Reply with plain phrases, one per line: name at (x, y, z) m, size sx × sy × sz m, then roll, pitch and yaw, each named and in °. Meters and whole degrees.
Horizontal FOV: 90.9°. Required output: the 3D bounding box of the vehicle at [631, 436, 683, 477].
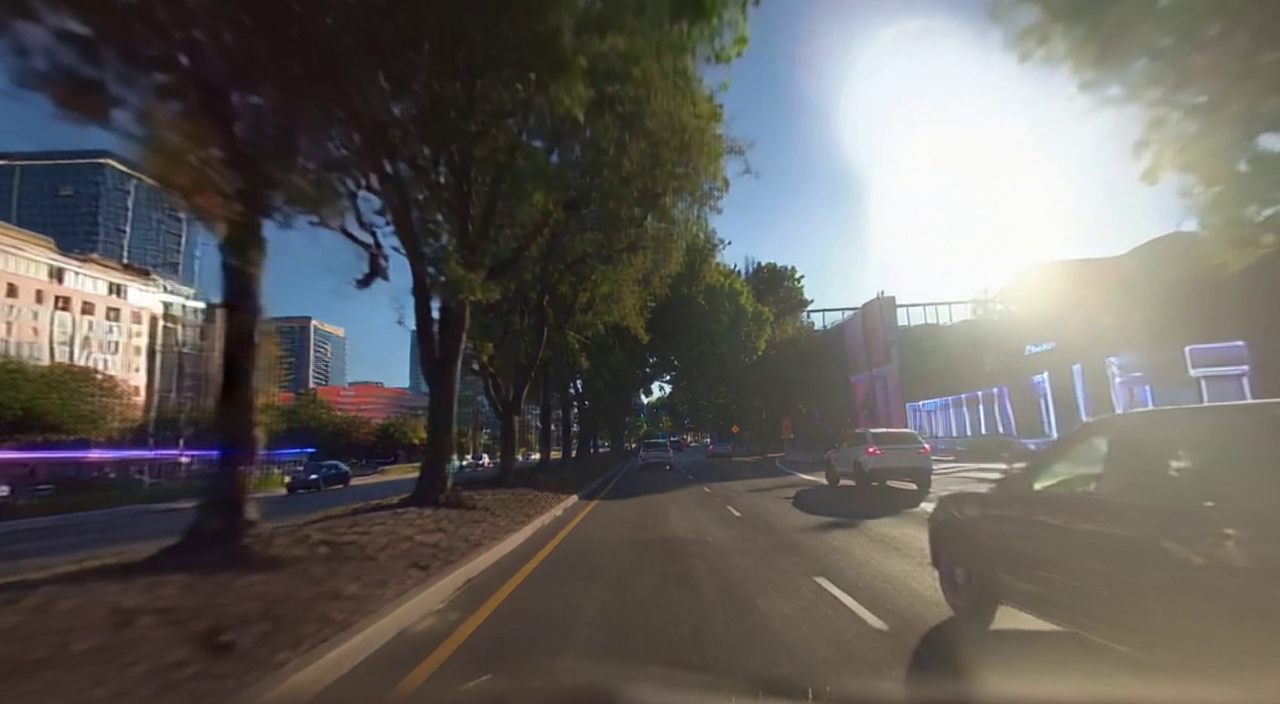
vehicle at (0.711, 4.598, 28.051) m, size 2.125 × 1.669 × 3.880 m, roll 0°, pitch -8°, yaw 0°

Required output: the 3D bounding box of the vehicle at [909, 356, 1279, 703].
vehicle at (3.208, 0.902, 2.796) m, size 1.931 × 1.591 × 4.708 m, roll 0°, pitch -8°, yaw 0°

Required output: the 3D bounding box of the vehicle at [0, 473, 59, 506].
vehicle at (-38.408, 8.471, 38.240) m, size 4.432 × 1.505 × 1.984 m, roll -9°, pitch -8°, yaw 1°

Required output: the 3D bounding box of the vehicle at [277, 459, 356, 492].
vehicle at (-18.202, 6.959, 35.724) m, size 1.947 × 1.609 × 4.589 m, roll 0°, pitch -8°, yaw 1°

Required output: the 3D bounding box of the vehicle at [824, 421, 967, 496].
vehicle at (6.840, 2.902, 17.560) m, size 1.963 × 1.783 × 4.722 m, roll 0°, pitch -8°, yaw 0°
